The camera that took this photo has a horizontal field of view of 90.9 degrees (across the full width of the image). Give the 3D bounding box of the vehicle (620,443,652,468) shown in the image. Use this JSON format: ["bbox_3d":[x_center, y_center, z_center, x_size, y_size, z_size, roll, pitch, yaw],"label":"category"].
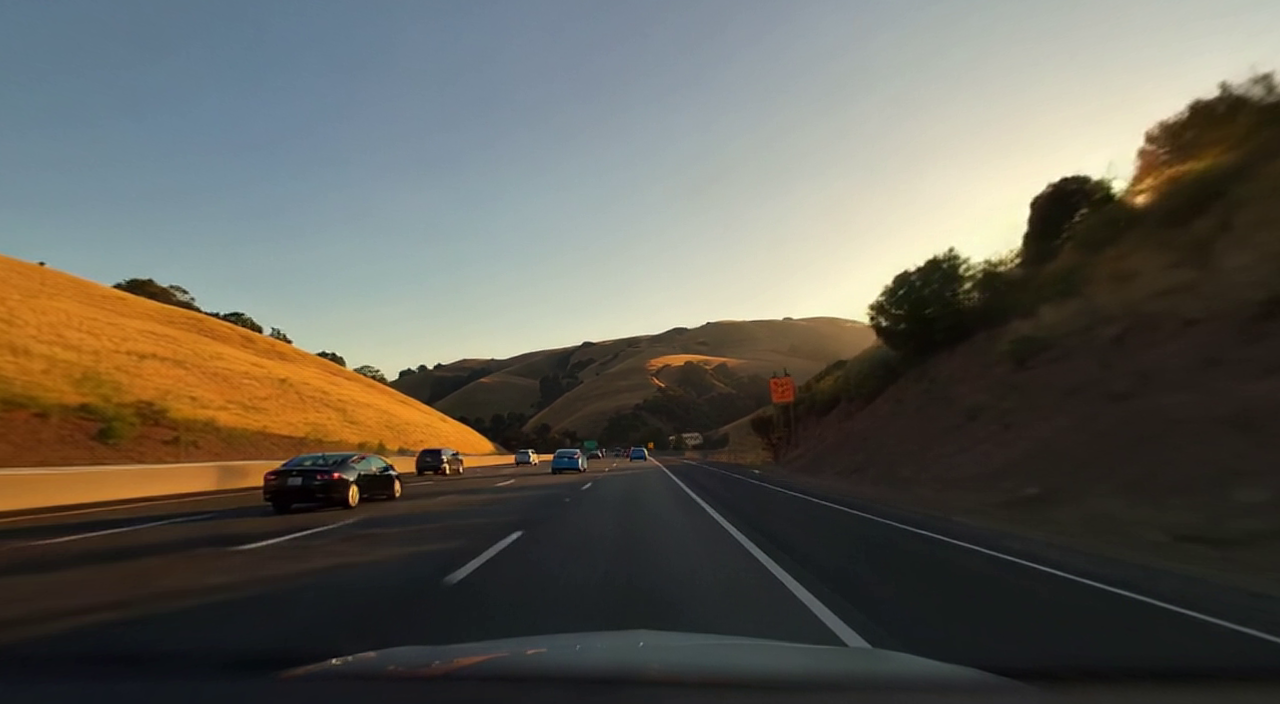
[{"bbox_3d":[-0.300,7.344,44.784,2.225,1.674,4.044,0,-8,-1],"label":"vehicle"}]

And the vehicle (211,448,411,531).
[{"bbox_3d":[-6.769,2.830,13.639,1.991,1.441,4.265,0,-8,1],"label":"vehicle"}]

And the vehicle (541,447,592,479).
[{"bbox_3d":[-3.820,5.835,33.513,2.144,1.505,4.649,0,-8,0],"label":"vehicle"}]

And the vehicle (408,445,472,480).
[{"bbox_3d":[-10.997,6.073,35.050,2.025,1.750,4.505,0,-8,1],"label":"vehicle"}]
